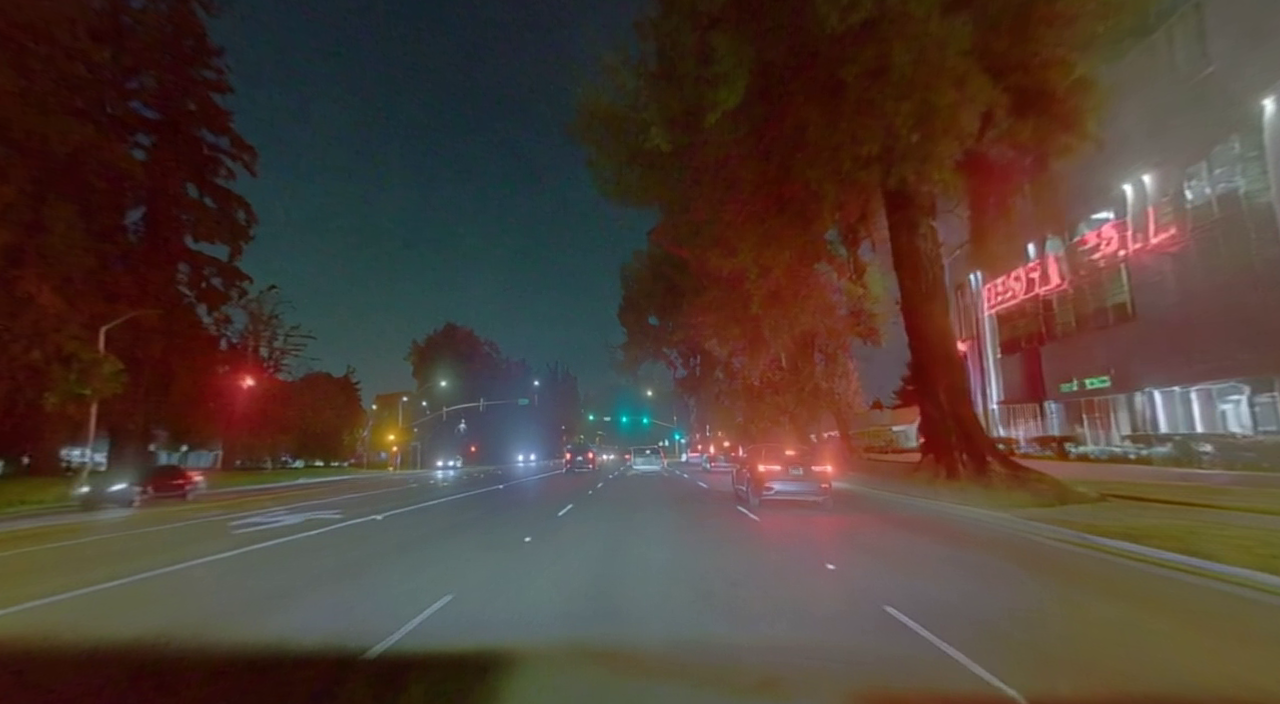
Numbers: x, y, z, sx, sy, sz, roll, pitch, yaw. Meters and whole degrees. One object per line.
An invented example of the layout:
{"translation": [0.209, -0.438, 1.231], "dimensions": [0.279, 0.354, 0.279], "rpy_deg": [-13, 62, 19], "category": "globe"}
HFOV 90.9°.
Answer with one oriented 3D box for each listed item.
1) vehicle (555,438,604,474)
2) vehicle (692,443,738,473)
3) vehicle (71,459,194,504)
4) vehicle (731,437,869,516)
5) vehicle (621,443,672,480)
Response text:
{"translation": [-3.084, 5.418, 32.942], "dimensions": [2.023, 1.720, 4.452], "rpy_deg": [-1, -8, 2], "category": "vehicle"}
{"translation": [3.919, 5.613, 33.665], "dimensions": [1.913, 1.463, 4.198], "rpy_deg": [0, -8, -1], "category": "vehicle"}
{"translation": [-22.792, 5.781, 28.588], "dimensions": [1.898, 1.743, 4.365], "rpy_deg": [0, -8, 0], "category": "vehicle"}
{"translation": [3.344, 2.682, 14.145], "dimensions": [1.948, 1.474, 4.360], "rpy_deg": [0, -8, 0], "category": "vehicle"}
{"translation": [0.298, 4.550, 26.446], "dimensions": [1.971, 1.433, 3.923], "rpy_deg": [0, -8, 1], "category": "vehicle"}
